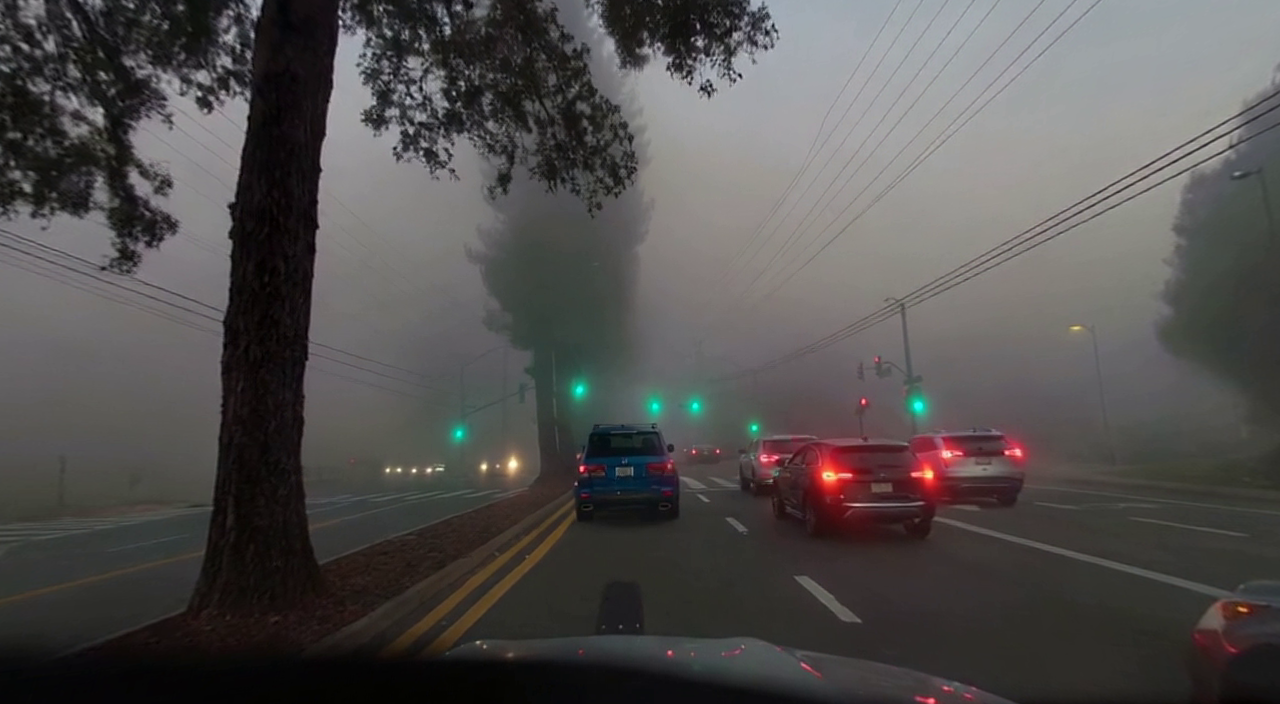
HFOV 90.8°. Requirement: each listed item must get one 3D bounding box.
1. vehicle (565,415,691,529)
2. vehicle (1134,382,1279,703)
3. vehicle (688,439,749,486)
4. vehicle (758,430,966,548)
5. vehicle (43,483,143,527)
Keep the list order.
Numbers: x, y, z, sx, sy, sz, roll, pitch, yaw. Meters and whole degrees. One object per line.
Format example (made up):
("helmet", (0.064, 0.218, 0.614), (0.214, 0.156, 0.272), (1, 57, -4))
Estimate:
("vehicle", (-0.266, 2.463, 13.454), (2.231, 1.998, 4.254), (0, -9, -1))
("vehicle", (3.277, 0.639, 0.732), (1.889, 1.517, 4.308), (0, -9, 0))
("vehicle", (3.155, 4.510, 26.085), (1.915, 1.765, 4.047), (0, -9, -1))
("vehicle", (3.422, 2.187, 10.799), (1.880, 1.579, 4.401), (0, -9, -1))
("vehicle", (-26.520, 7.403, 30.603), (4.526, 1.715, 1.989), (-10, -13, 26))
